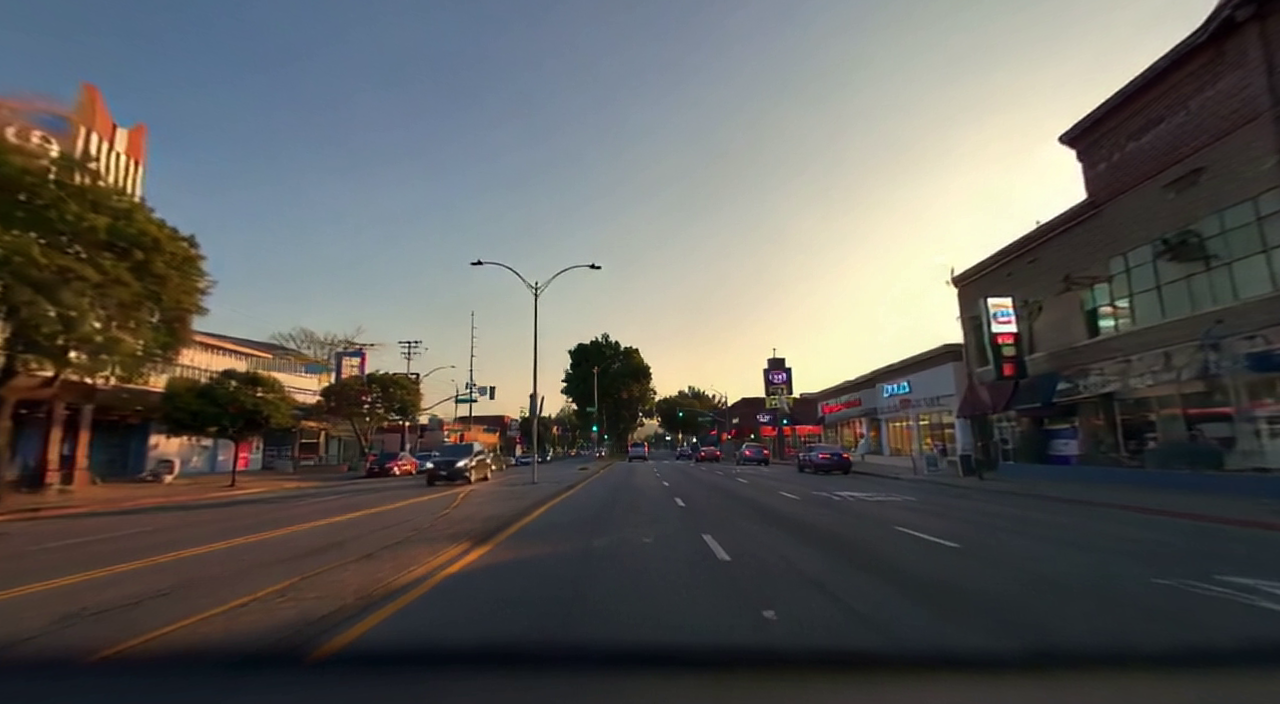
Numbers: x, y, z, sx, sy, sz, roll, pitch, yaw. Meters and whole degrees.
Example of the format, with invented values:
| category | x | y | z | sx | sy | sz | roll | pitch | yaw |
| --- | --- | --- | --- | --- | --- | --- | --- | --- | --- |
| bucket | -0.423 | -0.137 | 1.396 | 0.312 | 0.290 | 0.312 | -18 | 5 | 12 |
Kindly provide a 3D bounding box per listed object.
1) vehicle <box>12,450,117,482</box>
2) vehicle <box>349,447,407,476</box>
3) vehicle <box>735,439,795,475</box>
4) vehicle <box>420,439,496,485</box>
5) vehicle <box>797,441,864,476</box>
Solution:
| category | x | y | z | sx | sy | sz | roll | pitch | yaw |
| --- | --- | --- | --- | --- | --- | --- | --- | --- | --- |
| vehicle | -34.114 | 6.842 | 37.661 | 1.821 | 1.531 | 4.703 | -3 | -13 | 0 |
| vehicle | -17.928 | 7.618 | 43.544 | 1.944 | 1.794 | 4.849 | 0 | -12 | 0 |
| vehicle | 6.268 | 5.344 | 32.299 | 1.974 | 1.679 | 4.611 | 0 | -9 | -2 |
| vehicle | -7.865 | 4.801 | 27.826 | 1.946 | 1.794 | 4.799 | 0 | -9 | -1 |
| vehicle | 9.887 | 5.556 | 33.177 | 2.019 | 1.694 | 4.491 | 0 | -9 | -1 |
